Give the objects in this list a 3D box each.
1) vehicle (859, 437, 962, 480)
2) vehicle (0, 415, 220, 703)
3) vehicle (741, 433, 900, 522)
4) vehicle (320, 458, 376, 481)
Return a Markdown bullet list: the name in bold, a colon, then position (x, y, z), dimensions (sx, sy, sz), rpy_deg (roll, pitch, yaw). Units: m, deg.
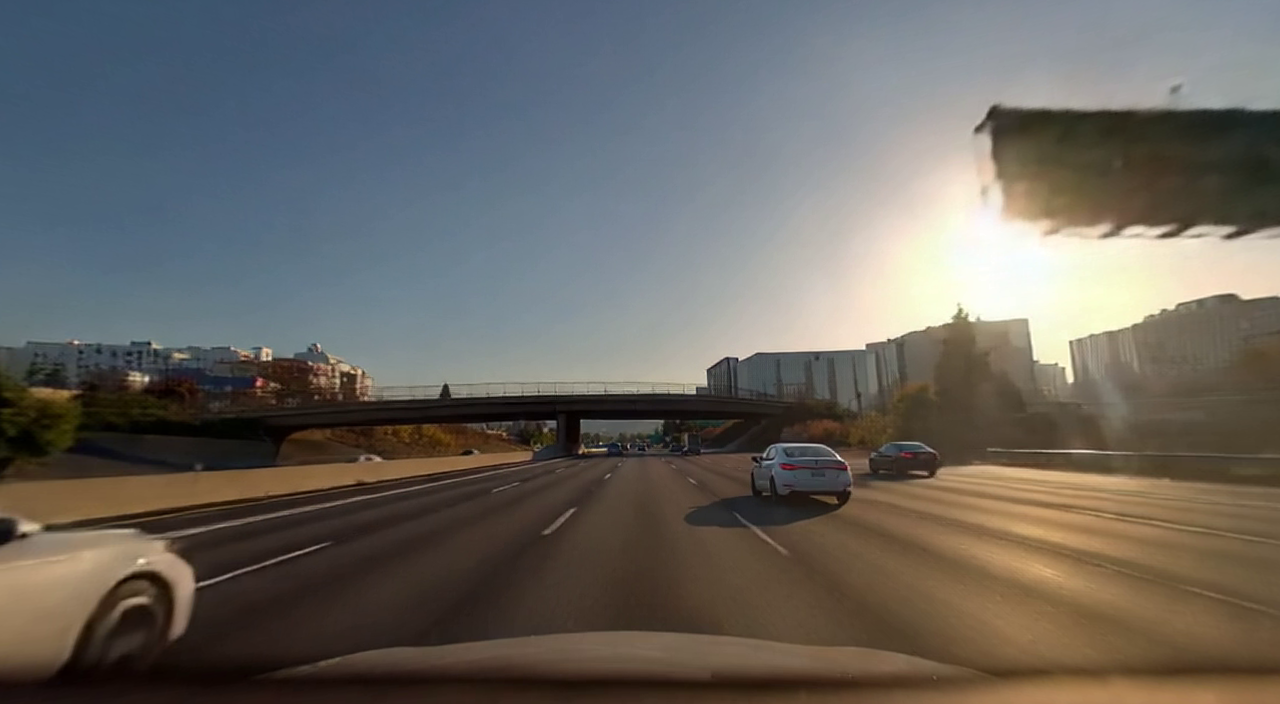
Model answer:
- **vehicle**: position (10.455, 4.134, 24.813), dimensions (2.019, 1.529, 4.385), rpy_deg (0, -9, -1)
- **vehicle**: position (-3.557, 0.894, 1.609), dimensions (1.975, 1.536, 4.295), rpy_deg (0, -9, 0)
- **vehicle**: position (3.451, 2.478, 13.005), dimensions (1.961, 1.504, 4.094), rpy_deg (0, -9, -1)
- **vehicle**: position (-21.308, 8.574, 46.246), dimensions (1.852, 1.460, 4.707), rpy_deg (0, -9, 0)
